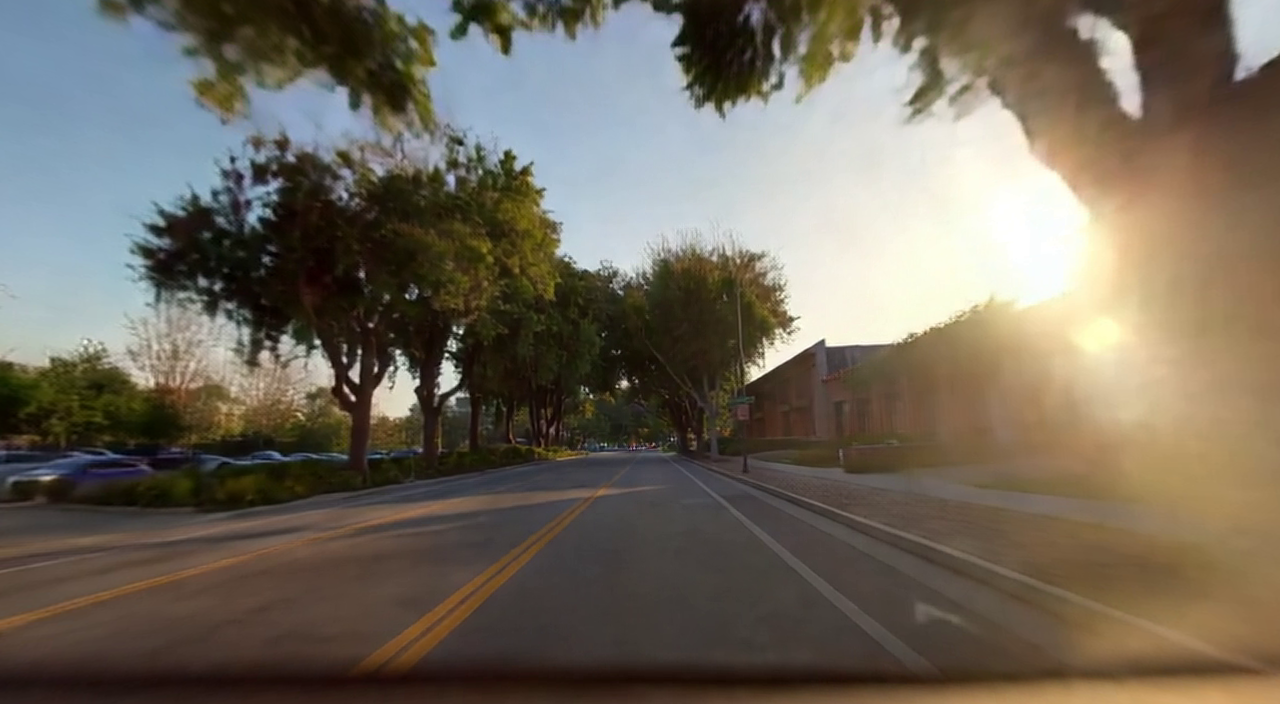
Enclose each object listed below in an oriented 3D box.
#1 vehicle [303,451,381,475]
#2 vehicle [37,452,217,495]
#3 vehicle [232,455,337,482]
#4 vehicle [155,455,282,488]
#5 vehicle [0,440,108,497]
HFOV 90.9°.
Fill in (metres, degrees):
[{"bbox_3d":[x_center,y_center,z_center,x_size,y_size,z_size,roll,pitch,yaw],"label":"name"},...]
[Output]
[{"bbox_3d":[-19.016,7.109,40.372,4.005,1.433,1.953,0,-9,0],"label":"vehicle"},{"bbox_3d":[-19.456,4.617,24.098,5.091,1.530,1.982,0,-9,-1],"label":"vehicle"},{"bbox_3d":[-19.454,6.367,34.644,4.567,1.402,1.910,0,-9,0],"label":"vehicle"},{"bbox_3d":[-19.727,5.594,29.648,4.503,1.462,1.993,0,-9,-1],"label":"vehicle"},{"bbox_3d":[-19.208,3.453,18.878,4.699,1.558,2.113,0,-10,4],"label":"vehicle"}]
